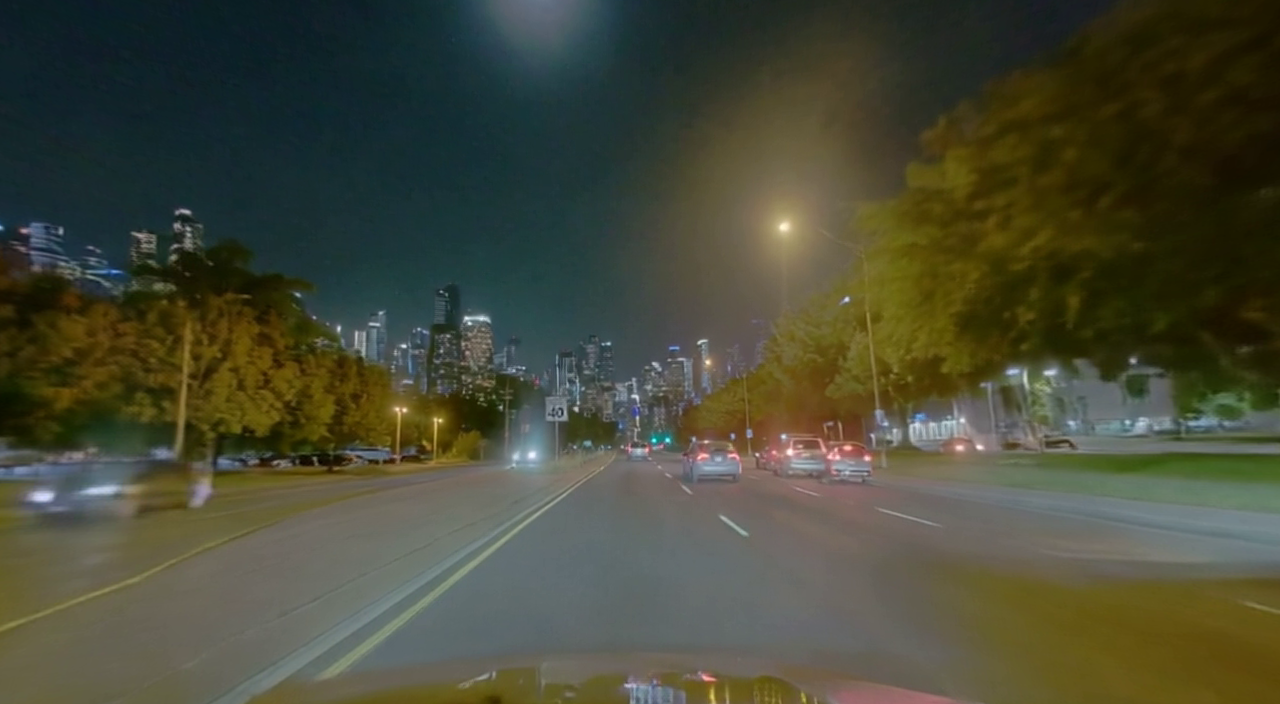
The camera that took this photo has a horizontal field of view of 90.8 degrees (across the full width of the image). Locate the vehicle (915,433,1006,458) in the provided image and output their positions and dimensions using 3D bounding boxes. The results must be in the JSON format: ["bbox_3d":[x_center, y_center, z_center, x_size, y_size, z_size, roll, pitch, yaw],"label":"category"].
[{"bbox_3d":[20.442,6.000,40.401,4.608,1.533,2.193,0,-9,-1],"label":"vehicle"}]

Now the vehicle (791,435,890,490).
[{"bbox_3d":[6.839,3.804,22.114,2.025,1.719,4.161,0,-9,-1],"label":"vehicle"}]

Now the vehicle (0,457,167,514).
[{"bbox_3d":[-18.280,4.226,20.526,2.129,1.531,4.696,0,-9,1],"label":"vehicle"}]

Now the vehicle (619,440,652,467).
[{"bbox_3d":[-0.281,6.793,42.414,2.132,1.693,3.819,0,-9,0],"label":"vehicle"}]

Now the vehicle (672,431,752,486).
[{"bbox_3d":[2.501,3.880,23.194,2.227,1.794,4.457,1,-9,-3],"label":"vehicle"}]
